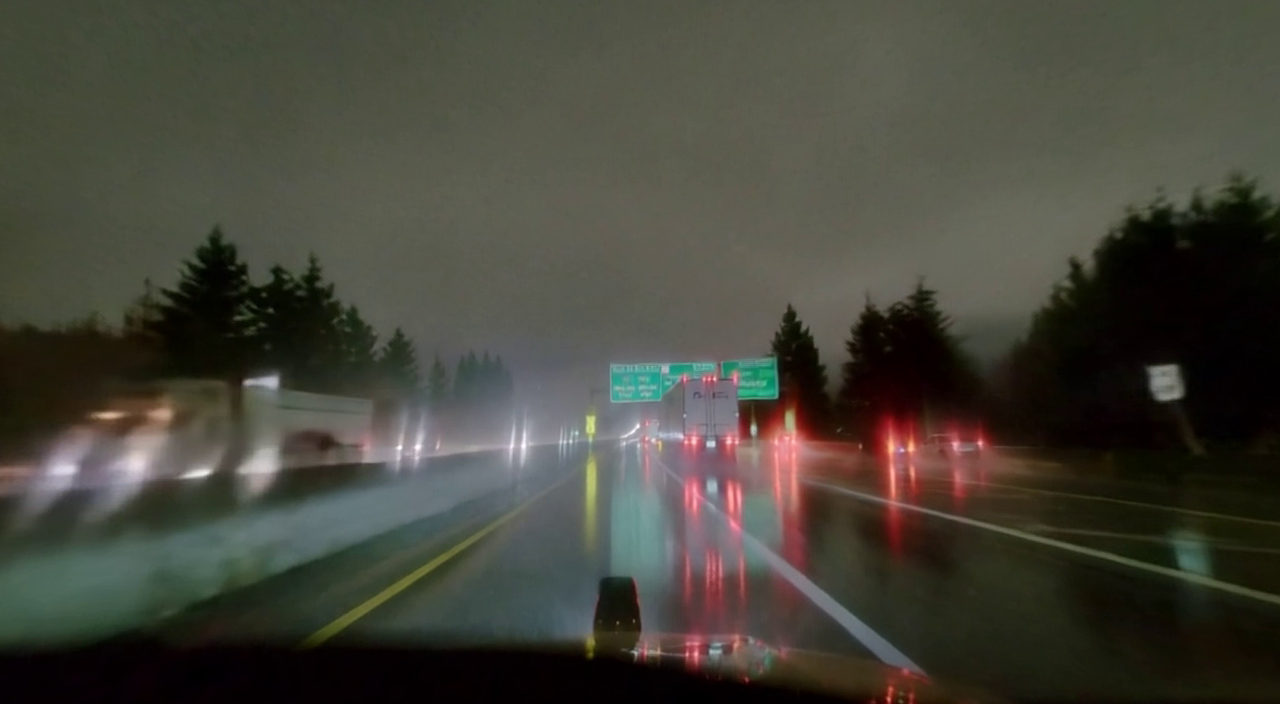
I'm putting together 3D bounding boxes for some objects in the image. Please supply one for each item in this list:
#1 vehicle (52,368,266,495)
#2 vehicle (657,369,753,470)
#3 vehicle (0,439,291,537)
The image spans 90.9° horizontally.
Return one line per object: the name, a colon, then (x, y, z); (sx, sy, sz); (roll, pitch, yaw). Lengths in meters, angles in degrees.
vehicle: (-17.203, 2.928, 23.256); (3.002, 4.059, 6.038); (0, -8, -1)
vehicle: (2.765, 3.567, 31.800); (2.954, 3.995, 13.335); (0, -8, -2)
vehicle: (-9.013, 2.429, 12.121); (2.015, 1.471, 4.662); (0, -8, -1)
